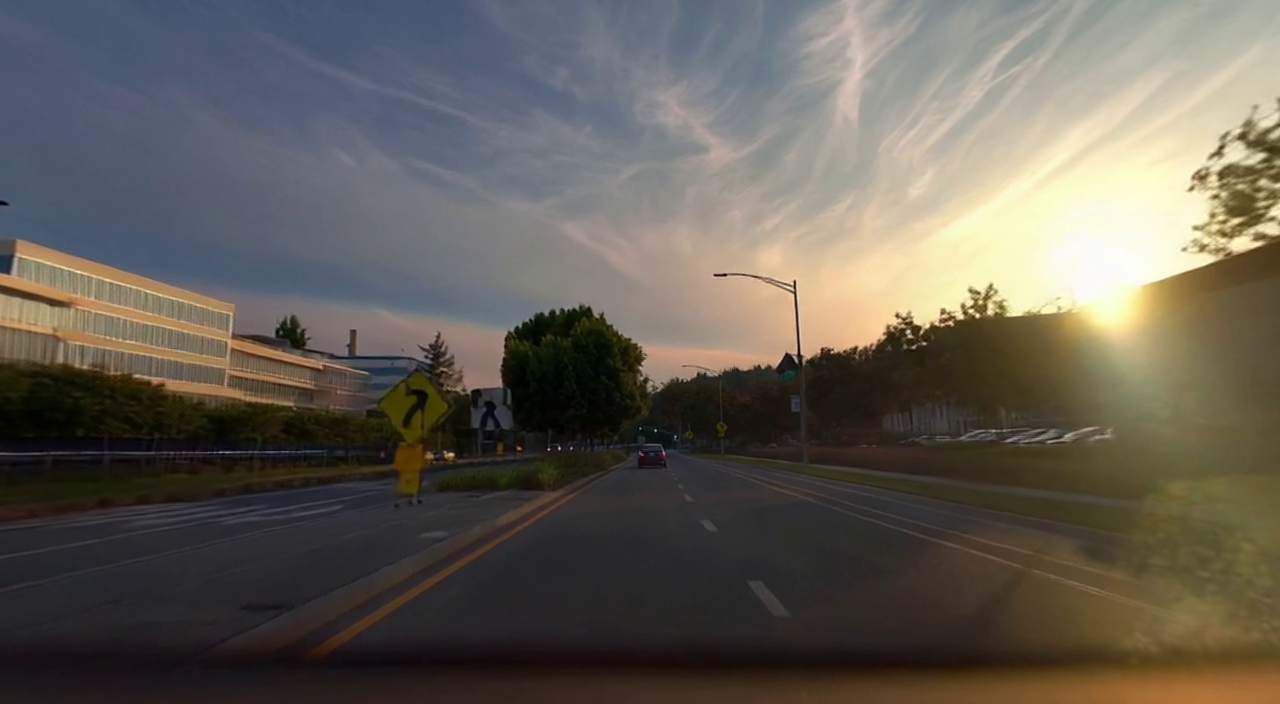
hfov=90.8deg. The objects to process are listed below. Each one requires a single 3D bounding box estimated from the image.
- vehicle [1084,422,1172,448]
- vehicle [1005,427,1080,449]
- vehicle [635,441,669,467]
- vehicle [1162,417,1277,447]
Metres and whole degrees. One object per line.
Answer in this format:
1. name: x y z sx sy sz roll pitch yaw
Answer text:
1. vehicle: 29.127 5.020 37.864 1.791 1.448 4.027 1 -9 -6
2. vehicle: 28.010 6.061 44.142 1.847 1.451 4.470 1 -9 -8
3. vehicle: 0.788 6.799 42.228 2.158 1.600 3.865 0 -8 0
4. vehicle: 29.816 4.193 32.704 1.762 1.463 4.144 1 -9 -7
